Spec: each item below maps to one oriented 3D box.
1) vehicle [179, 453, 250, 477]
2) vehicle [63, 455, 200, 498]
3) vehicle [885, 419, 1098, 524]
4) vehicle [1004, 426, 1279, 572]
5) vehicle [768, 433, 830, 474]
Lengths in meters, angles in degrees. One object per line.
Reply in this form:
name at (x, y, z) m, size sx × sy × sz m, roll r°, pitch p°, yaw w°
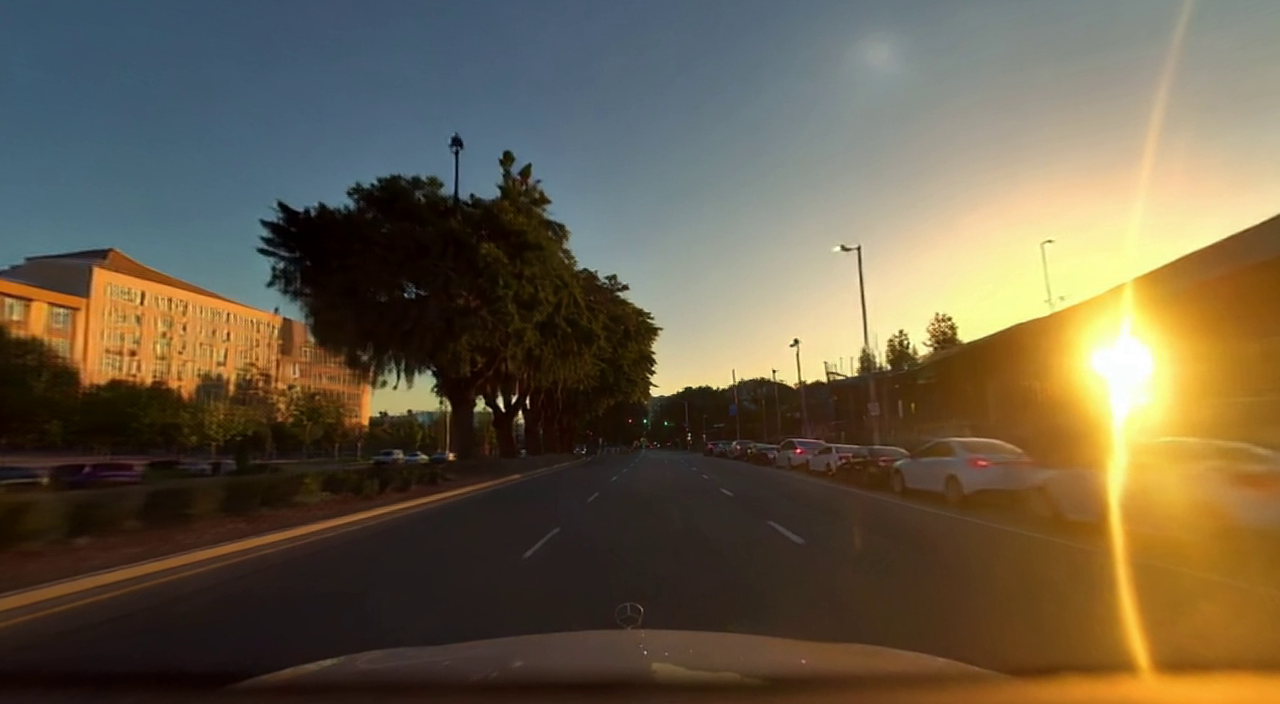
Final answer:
vehicle at (-28.897, 7.665, 42.999) m, size 1.879 × 1.518 × 4.165 m, roll -1°, pitch -9°, yaw 1°
vehicle at (-21.696, 5.288, 27.220) m, size 1.936 × 1.538 × 4.777 m, roll -3°, pitch -9°, yaw 0°
vehicle at (7.305, 2.537, 13.869) m, size 1.974 × 1.876 × 4.842 m, roll -1°, pitch -9°, yaw 2°
vehicle at (7.330, 1.919, 8.936) m, size 1.786 × 1.538 × 4.266 m, roll 2°, pitch -9°, yaw 0°
vehicle at (7.811, 5.045, 31.472) m, size 1.908 × 1.833 × 4.711 m, roll 0°, pitch -9°, yaw 1°
